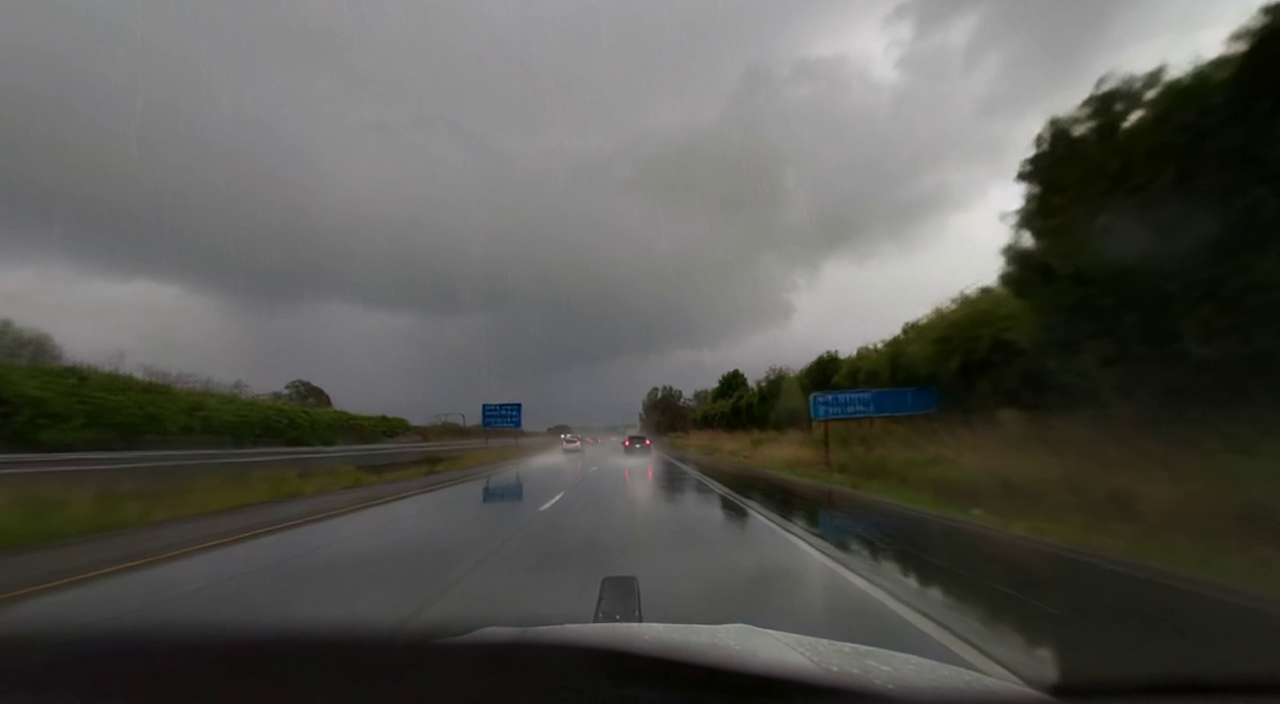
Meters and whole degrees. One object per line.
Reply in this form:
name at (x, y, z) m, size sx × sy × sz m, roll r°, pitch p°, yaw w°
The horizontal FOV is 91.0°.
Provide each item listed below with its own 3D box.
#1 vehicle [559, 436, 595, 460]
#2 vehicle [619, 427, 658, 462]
vehicle at (-4.213, 6.463, 42.524) m, size 2.062 × 1.567 × 4.117 m, roll 0°, pitch -8°, yaw -1°
vehicle at (-0.166, 5.609, 38.358) m, size 2.223 × 1.957 × 4.416 m, roll 0°, pitch -8°, yaw -2°
